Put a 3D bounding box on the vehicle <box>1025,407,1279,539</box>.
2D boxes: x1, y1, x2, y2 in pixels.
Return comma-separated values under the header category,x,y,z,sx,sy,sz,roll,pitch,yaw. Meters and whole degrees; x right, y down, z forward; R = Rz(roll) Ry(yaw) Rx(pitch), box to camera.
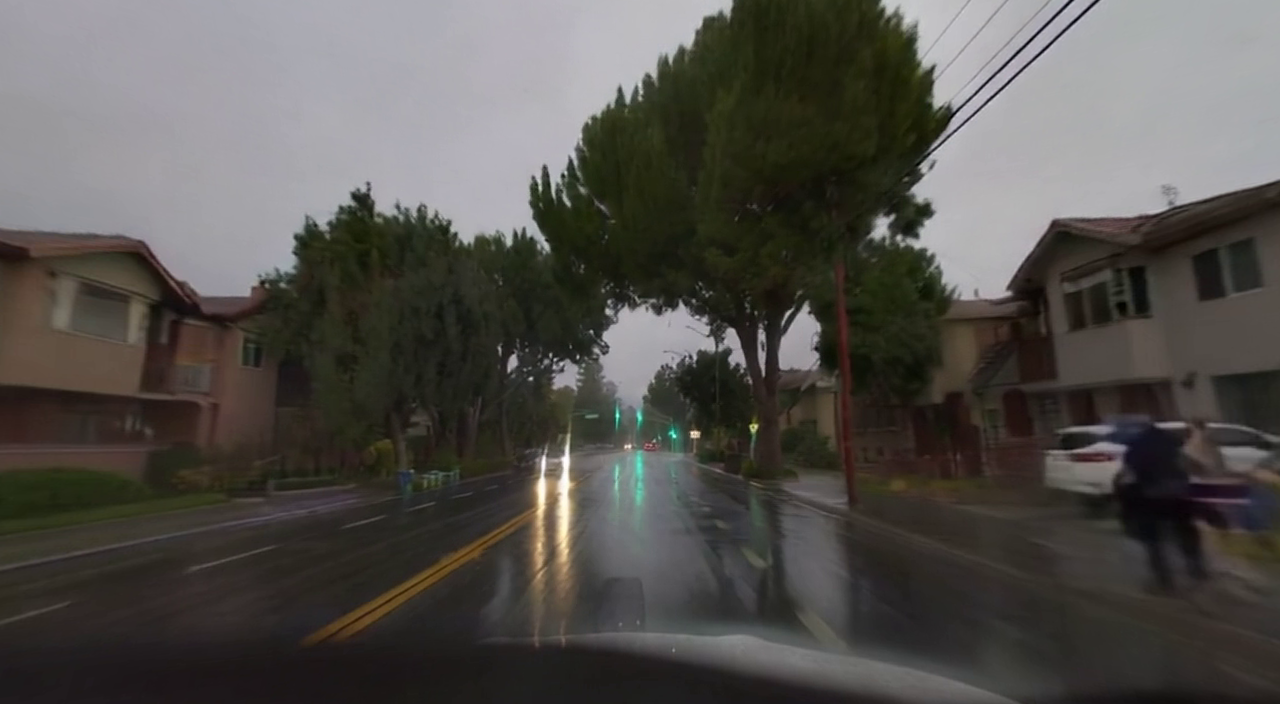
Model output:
category,x,y,z,sx,sy,sz,roll,pitch,yaw
vehicle,9.276,2.009,11.010,2.121,1.785,4.693,0,-9,0
